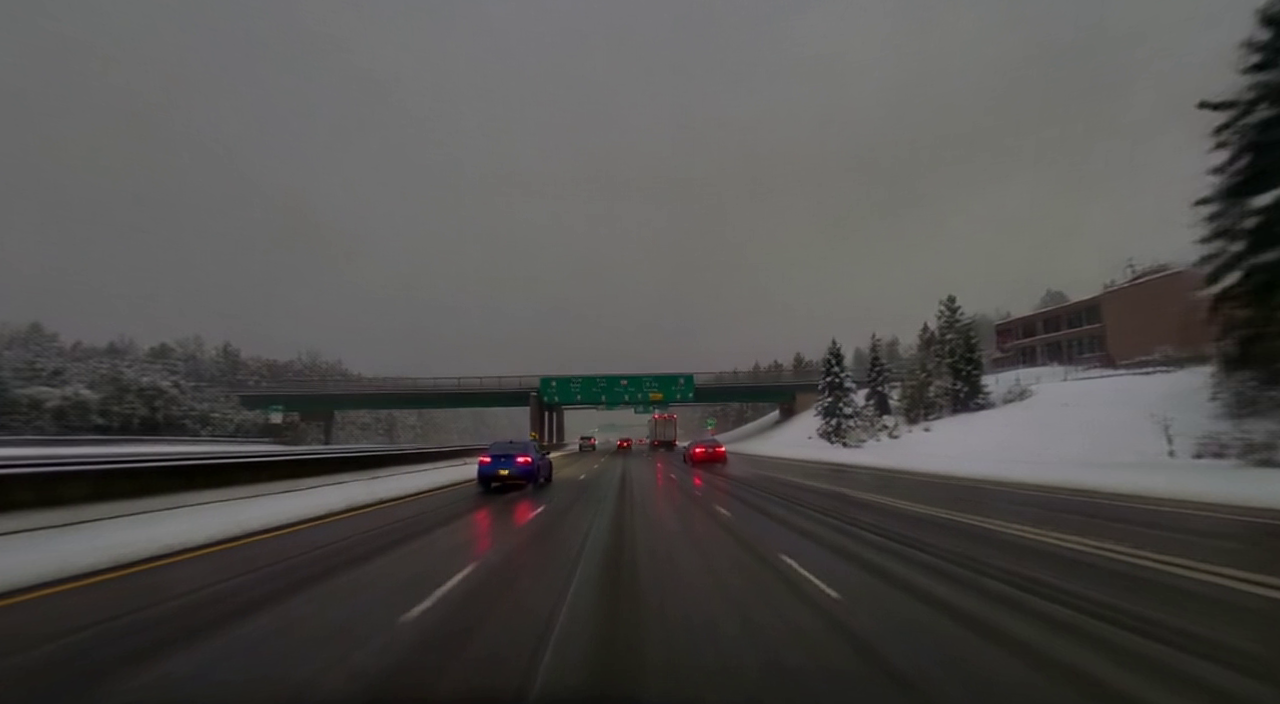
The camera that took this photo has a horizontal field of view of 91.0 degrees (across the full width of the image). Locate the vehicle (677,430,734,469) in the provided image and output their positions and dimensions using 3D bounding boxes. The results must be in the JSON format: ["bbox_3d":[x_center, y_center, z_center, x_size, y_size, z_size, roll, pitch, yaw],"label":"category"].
[{"bbox_3d":[2.957,4.516,29.343,2.001,1.625,4.088,0,-8,-3],"label":"vehicle"}]

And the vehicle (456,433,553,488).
[{"bbox_3d":[-4.009,3.289,19.434,2.064,1.479,4.370,0,-8,0],"label":"vehicle"}]
